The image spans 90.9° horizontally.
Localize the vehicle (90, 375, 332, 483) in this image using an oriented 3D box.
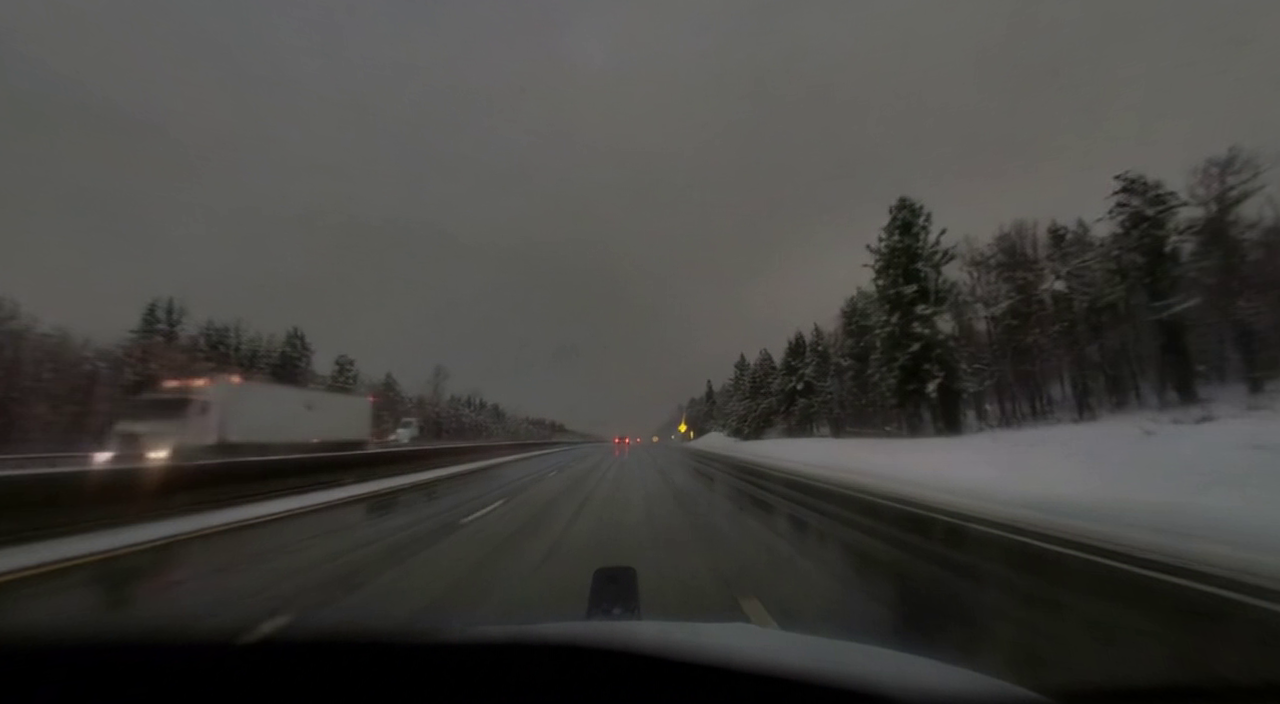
[{"bbox_3d":[-18.414,3.573,28.733,3.006,3.914,11.500,0,-8,-1],"label":"vehicle"}]
